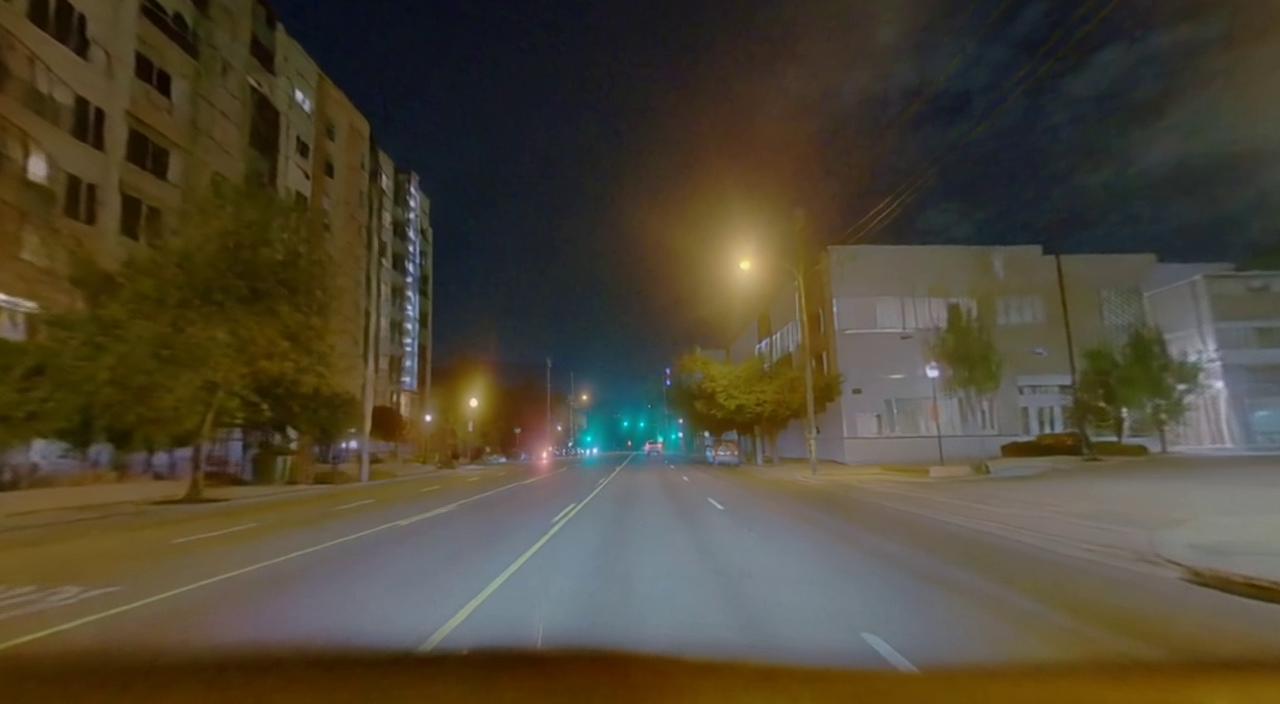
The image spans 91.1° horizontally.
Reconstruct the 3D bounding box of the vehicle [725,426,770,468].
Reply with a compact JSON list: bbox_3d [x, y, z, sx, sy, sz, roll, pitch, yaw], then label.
[{"bbox_3d":[6.674,5.925,39.296,2.021,2.433,3.088,0,-8,-4],"label":"vehicle"}]

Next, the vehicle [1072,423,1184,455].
[{"bbox_3d":[32.563,5.878,42.070,2.097,1.894,5.338,1,-10,-26],"label":"vehicle"}]

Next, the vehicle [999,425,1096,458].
[{"bbox_3d":[24.866,5.496,38.477,2.005,1.861,4.478,4,-9,-27],"label":"vehicle"}]
